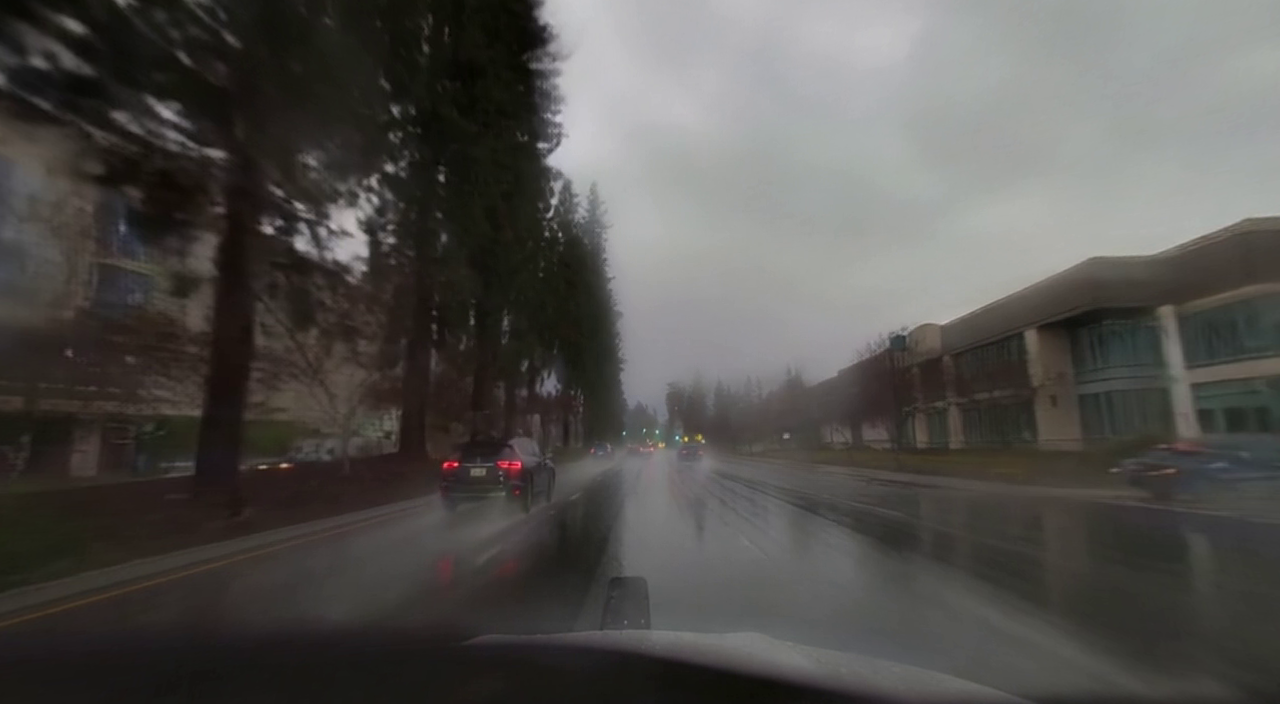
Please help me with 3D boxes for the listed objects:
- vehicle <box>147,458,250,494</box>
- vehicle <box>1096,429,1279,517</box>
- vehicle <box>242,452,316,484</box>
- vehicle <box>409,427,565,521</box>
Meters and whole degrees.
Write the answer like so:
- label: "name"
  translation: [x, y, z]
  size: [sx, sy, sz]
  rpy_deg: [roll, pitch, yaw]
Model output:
- label: "vehicle"
  translation: [-21.350, 5.992, 30.732]
  size: [1.729, 1.499, 4.579]
  rpy_deg: [0, -8, 0]
- label: "vehicle"
  translation: [12.709, 2.471, 13.205]
  size: [4.515, 1.599, 1.968]
  rpy_deg: [-5, -10, 11]
- label: "vehicle"
  translation: [-22.995, 7.369, 40.439]
  size: [1.986, 1.826, 5.008]
  rpy_deg: [0, -8, -3]
- label: "vehicle"
  translation: [-3.004, 2.512, 13.573]
  size: [2.121, 1.656, 4.559]
  rpy_deg: [0, -8, 1]
